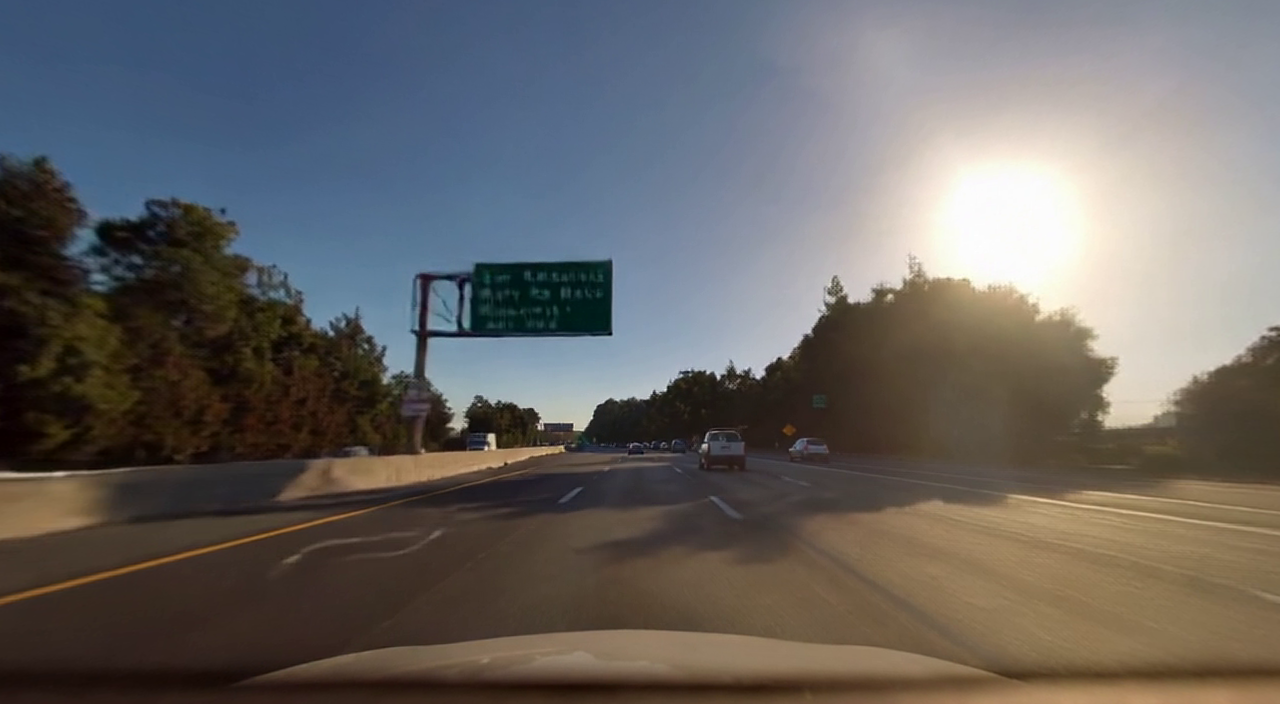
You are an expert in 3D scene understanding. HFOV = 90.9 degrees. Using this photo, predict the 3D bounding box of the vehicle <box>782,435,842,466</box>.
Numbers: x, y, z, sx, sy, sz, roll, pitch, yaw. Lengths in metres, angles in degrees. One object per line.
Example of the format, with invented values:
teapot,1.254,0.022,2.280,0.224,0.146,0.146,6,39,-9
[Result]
vehicle,9.910,5.714,36.799,2.045,1.658,4.598,0,-8,-2

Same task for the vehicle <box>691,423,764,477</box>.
vehicle,3.495,4.060,26.376,2.218,1.964,5.662,0,-8,0
